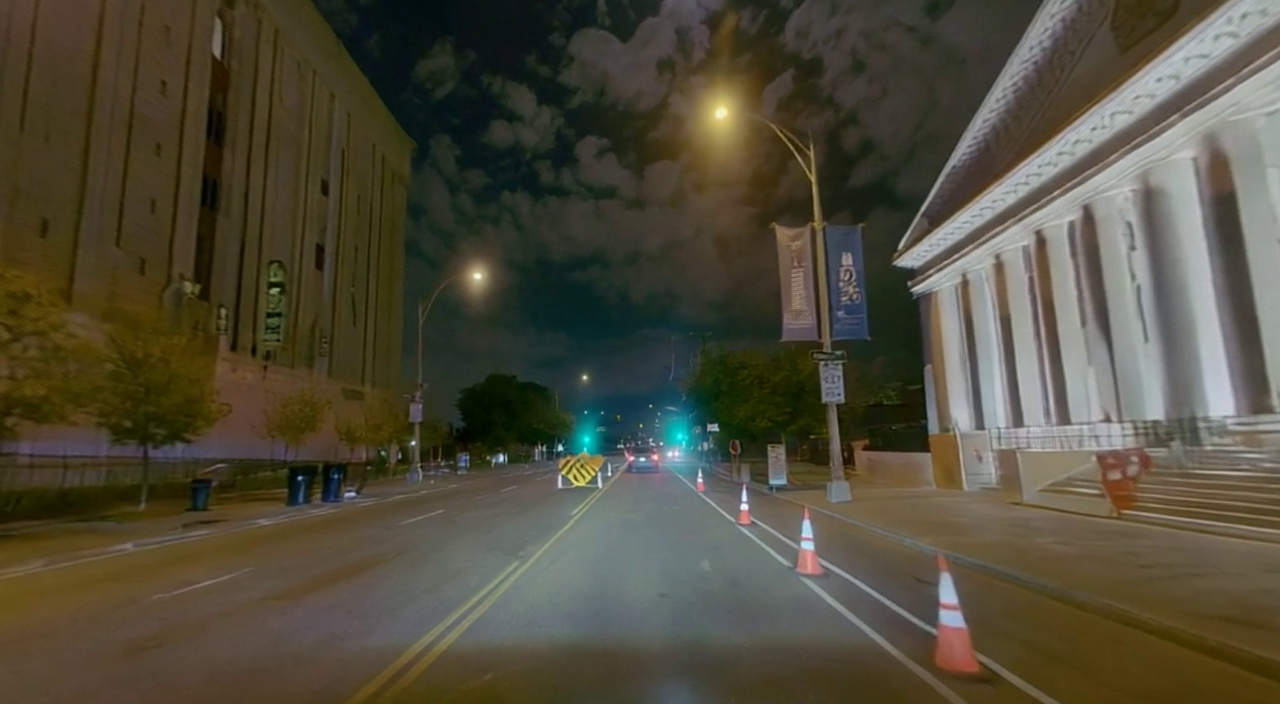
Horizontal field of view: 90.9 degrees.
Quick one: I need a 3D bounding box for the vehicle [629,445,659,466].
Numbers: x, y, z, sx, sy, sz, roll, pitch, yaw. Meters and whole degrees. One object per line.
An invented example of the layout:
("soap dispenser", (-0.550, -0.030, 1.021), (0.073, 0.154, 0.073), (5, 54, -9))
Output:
("vehicle", (0.342, 7.877, 48.156), (2.216, 1.492, 4.725), (0, -8, 1))
